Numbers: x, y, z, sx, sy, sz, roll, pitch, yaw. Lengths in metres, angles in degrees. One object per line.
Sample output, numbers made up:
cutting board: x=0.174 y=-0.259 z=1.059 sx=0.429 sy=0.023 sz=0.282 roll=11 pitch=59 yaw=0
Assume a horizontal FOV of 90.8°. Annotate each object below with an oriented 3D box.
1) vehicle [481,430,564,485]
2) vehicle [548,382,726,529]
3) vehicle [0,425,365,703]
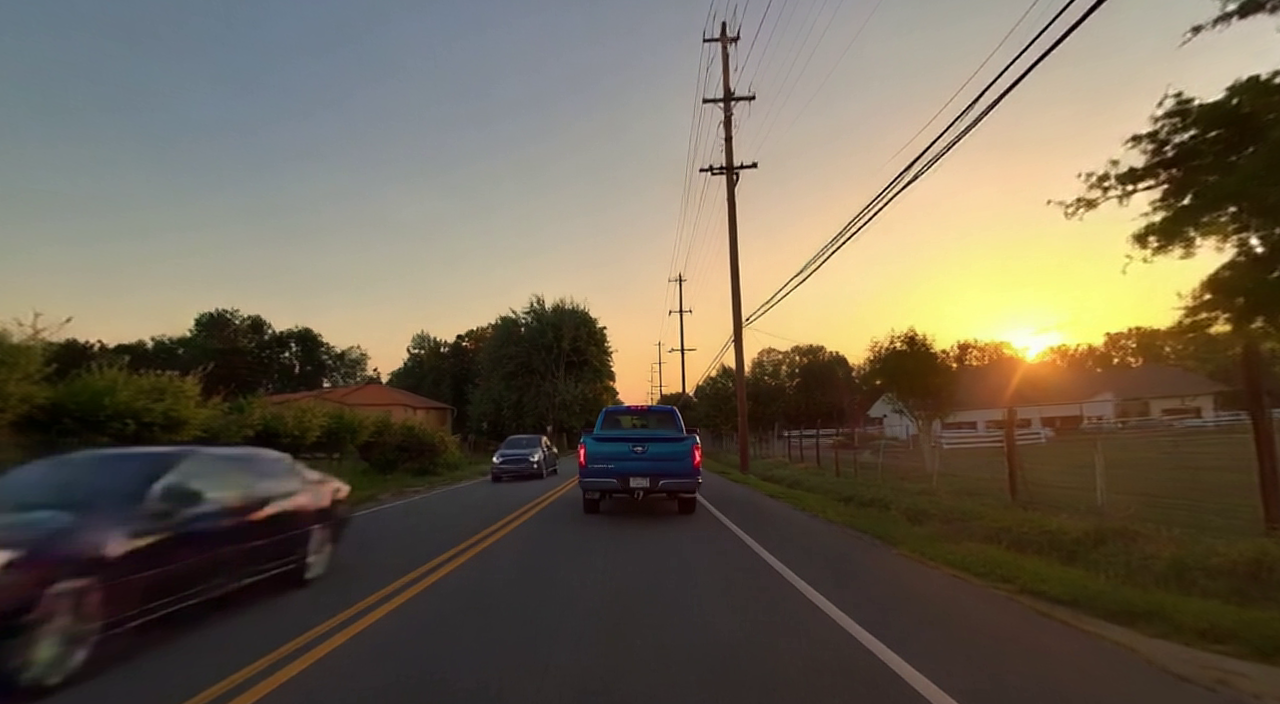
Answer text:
vehicle: x=-4.220 y=3.876 z=23.511 sx=2.193 sy=1.805 sz=4.657 roll=0 pitch=-8 yaw=0
vehicle: x=-0.091 y=2.012 z=12.651 sx=2.693 sy=2.223 sz=5.885 roll=0 pitch=-8 yaw=-1
vehicle: x=-4.071 y=1.361 z=4.844 sx=1.974 sy=1.455 sz=4.289 roll=0 pitch=-8 yaw=0
